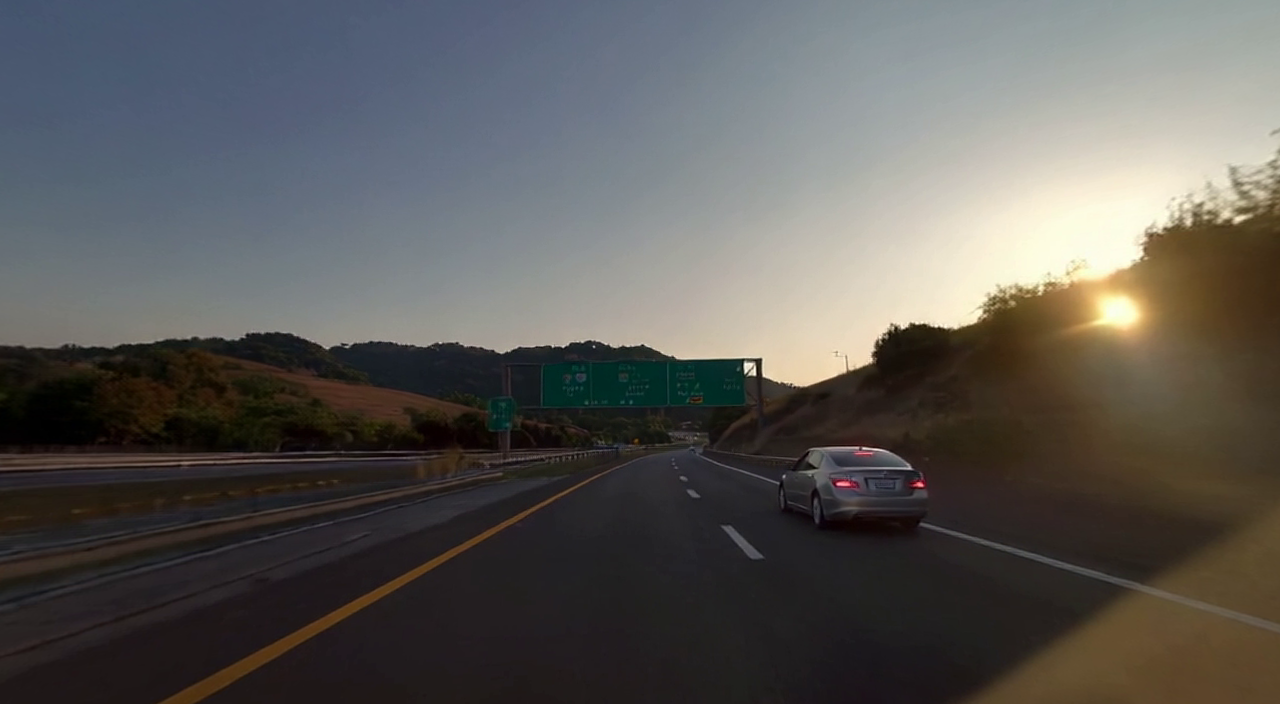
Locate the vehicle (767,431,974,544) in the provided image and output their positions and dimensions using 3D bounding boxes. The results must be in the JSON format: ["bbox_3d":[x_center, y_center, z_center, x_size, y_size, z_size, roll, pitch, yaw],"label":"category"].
[{"bbox_3d":[3.563,2.158,10.697,1.997,1.515,4.025,-1,-8,1],"label":"vehicle"}]
